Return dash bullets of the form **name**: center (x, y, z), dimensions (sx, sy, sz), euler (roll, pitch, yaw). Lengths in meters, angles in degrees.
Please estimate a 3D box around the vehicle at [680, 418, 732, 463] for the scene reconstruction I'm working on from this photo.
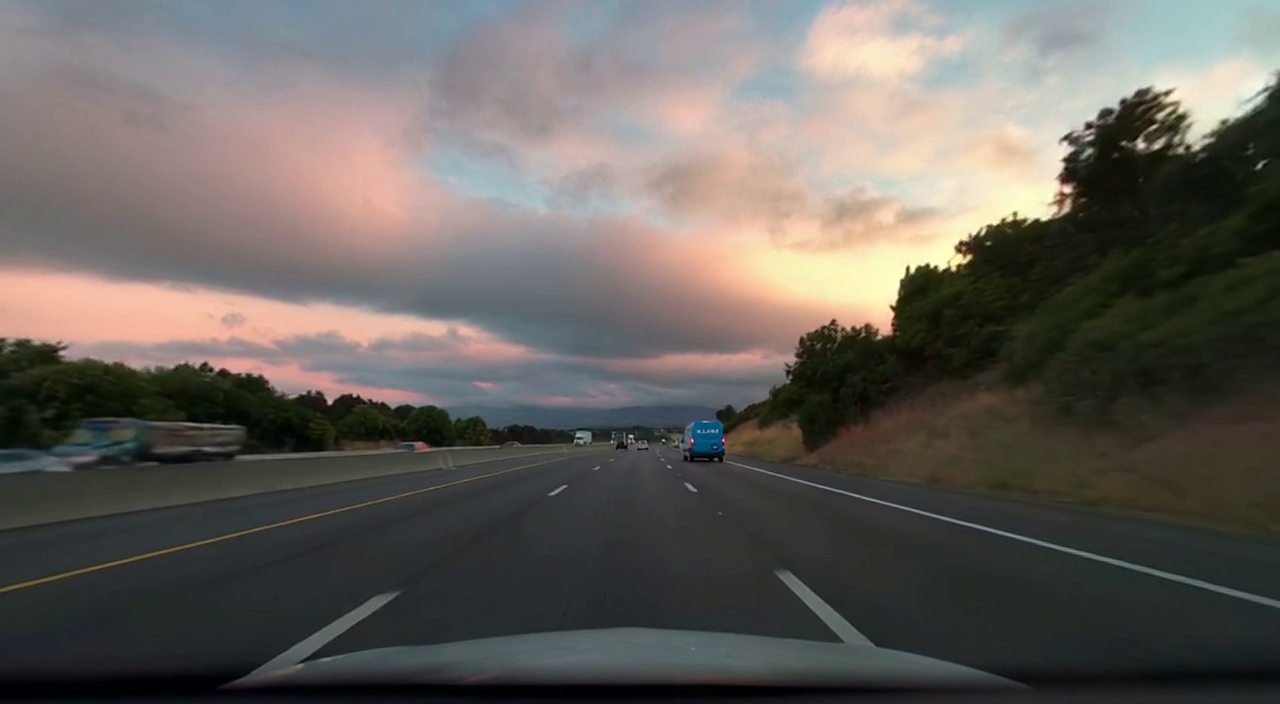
- **vehicle**: center (3.968, 5.477, 38.880), dimensions (2.485, 2.562, 5.535), euler (0, -8, -1)

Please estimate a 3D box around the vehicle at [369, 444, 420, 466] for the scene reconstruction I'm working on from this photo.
- **vehicle**: center (-16.944, 7.091, 43.599), dimensions (1.848, 1.459, 4.093), euler (-1, -8, 1)

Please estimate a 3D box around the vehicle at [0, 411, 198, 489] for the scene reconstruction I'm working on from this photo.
- **vehicle**: center (-21.688, 3.932, 25.504), dimensions (2.547, 2.693, 6.627), euler (-1, -8, 2)
